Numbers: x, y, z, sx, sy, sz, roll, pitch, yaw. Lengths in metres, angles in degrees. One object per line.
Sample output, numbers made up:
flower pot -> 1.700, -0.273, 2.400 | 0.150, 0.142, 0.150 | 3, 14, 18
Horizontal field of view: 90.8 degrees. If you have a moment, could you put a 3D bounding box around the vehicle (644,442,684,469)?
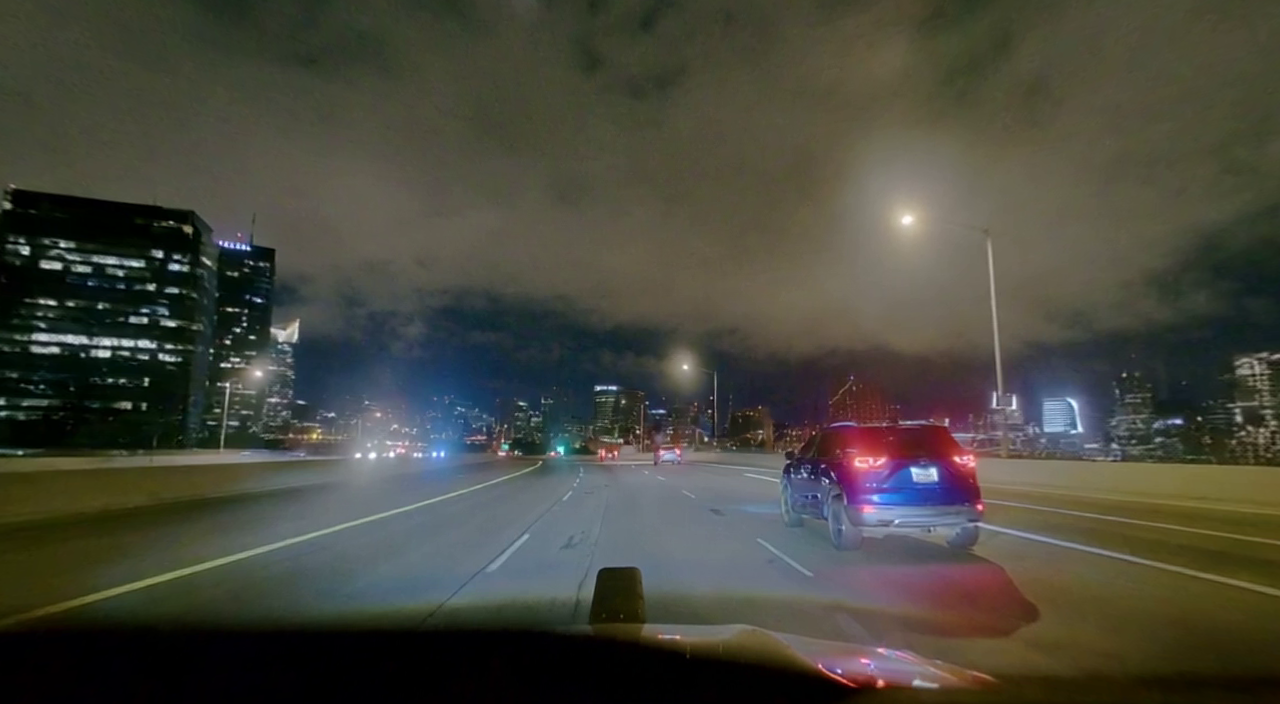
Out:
vehicle -> 1.613, 7.213, 44.148 | 2.110, 1.780, 4.682 | 1, -9, -6

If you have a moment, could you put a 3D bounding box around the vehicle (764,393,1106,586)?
vehicle -> 3.267, 1.632, 8.301 | 2.182, 1.826, 4.392 | 0, -9, -3
